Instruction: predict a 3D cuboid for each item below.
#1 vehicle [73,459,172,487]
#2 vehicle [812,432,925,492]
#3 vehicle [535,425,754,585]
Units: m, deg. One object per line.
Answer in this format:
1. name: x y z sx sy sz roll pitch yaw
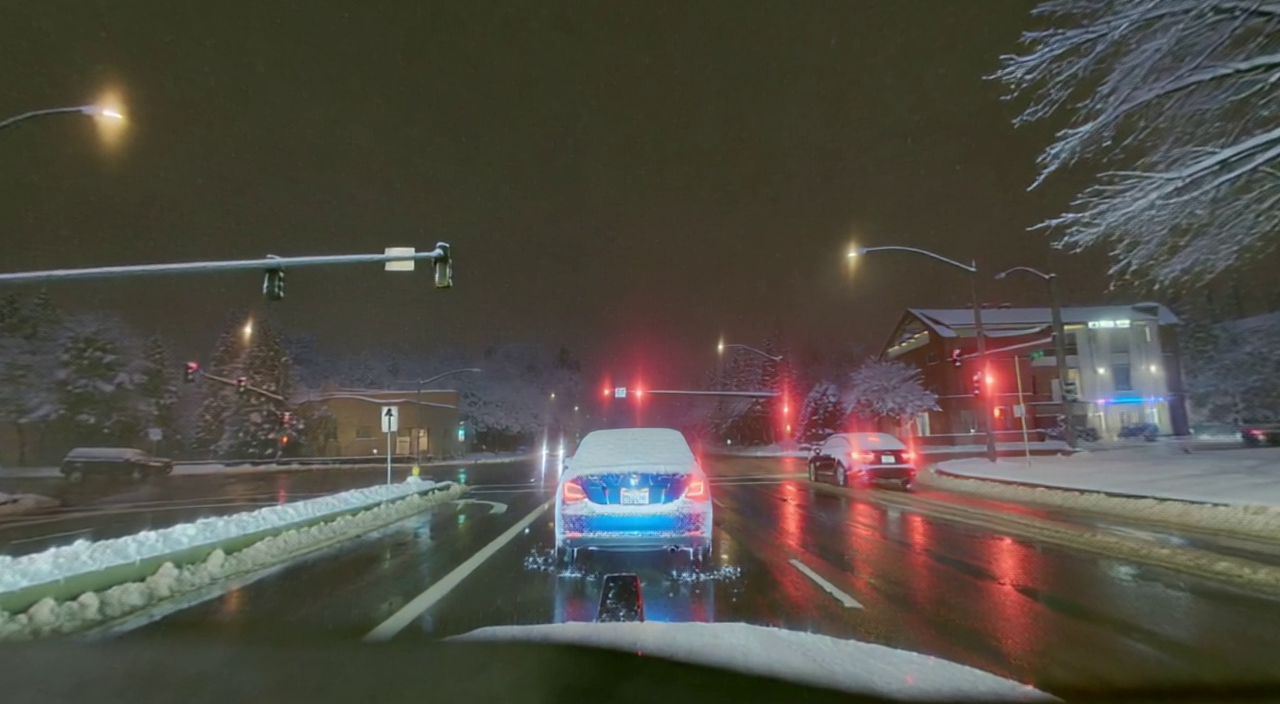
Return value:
1. vehicle: -32.377 7.556 39.649 4.401 1.625 1.863 0 -8 -4
2. vehicle: 7.060 3.440 20.073 2.039 1.692 4.319 0 -8 1
3. vehicle: -0.014 1.763 8.145 2.070 1.488 4.206 0 -8 -2
